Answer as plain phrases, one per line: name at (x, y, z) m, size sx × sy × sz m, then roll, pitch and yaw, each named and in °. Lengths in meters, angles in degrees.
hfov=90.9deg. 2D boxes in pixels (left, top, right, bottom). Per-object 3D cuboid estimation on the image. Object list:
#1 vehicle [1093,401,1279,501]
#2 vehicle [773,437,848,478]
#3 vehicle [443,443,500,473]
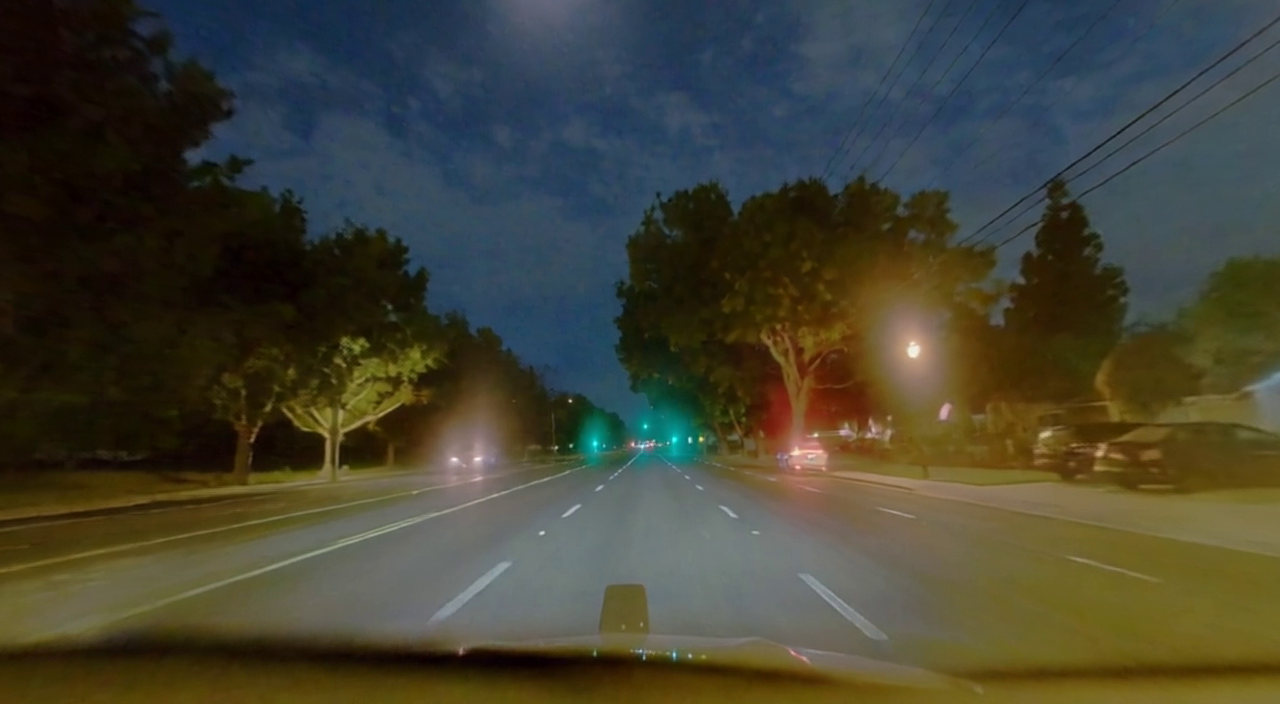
vehicle at (14.422, 2.167, 14.492) m, size 5.886 × 2.000 × 2.372 m, roll -4°, pitch -8°, yaw 5°
vehicle at (8.009, 5.001, 30.139) m, size 2.200 × 1.783 × 4.682 m, roll 1°, pitch -8°, yaw -1°
vehicle at (-10.603, 6.686, 40.110) m, size 2.077 × 1.776 × 4.757 m, roll 0°, pitch -8°, yaw 3°
